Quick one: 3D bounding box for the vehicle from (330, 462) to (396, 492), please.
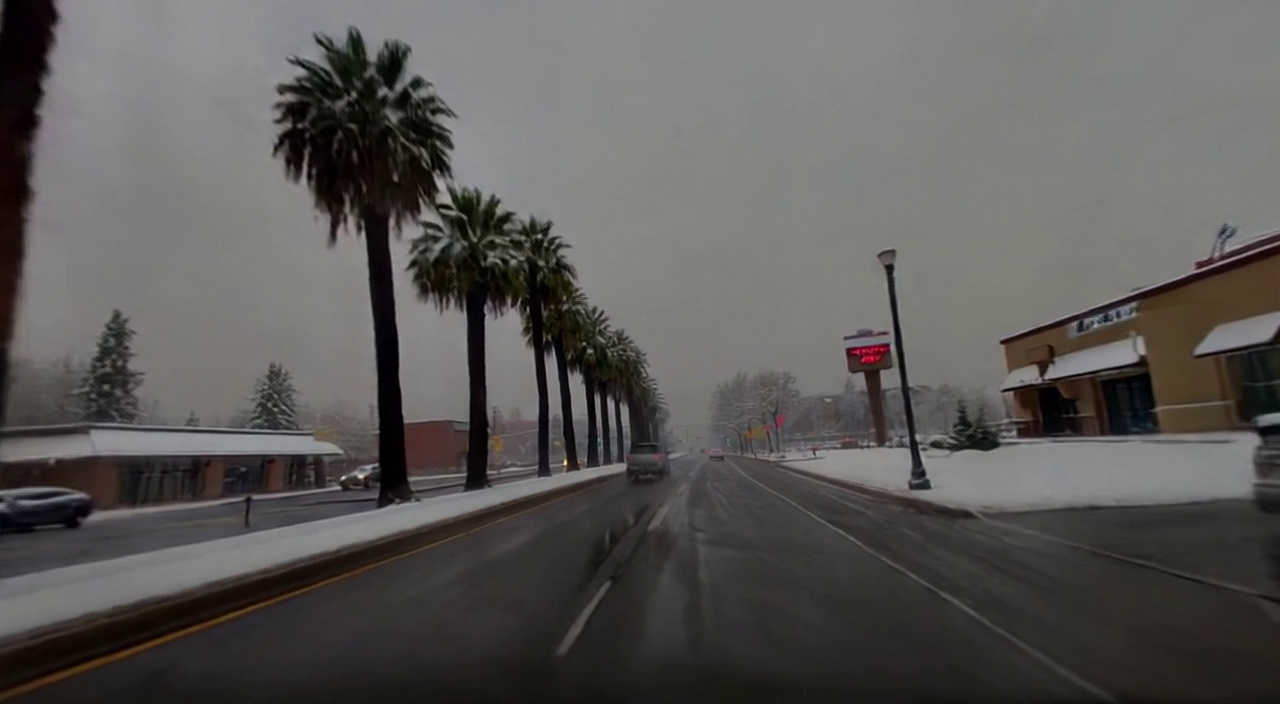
[{"bbox_3d":[-20.186,9.106,46.326,2.294,1.935,4.783,-1,-9,5],"label":"vehicle"}]

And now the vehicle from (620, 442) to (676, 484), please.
[{"bbox_3d":[0.450,5.092,29.303,2.147,1.745,4.648,-1,-9,6],"label":"vehicle"}]

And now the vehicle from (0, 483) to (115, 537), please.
[{"bbox_3d":[-22.140,5.675,22.997,1.929,1.552,4.488,-1,-9,4],"label":"vehicle"}]
